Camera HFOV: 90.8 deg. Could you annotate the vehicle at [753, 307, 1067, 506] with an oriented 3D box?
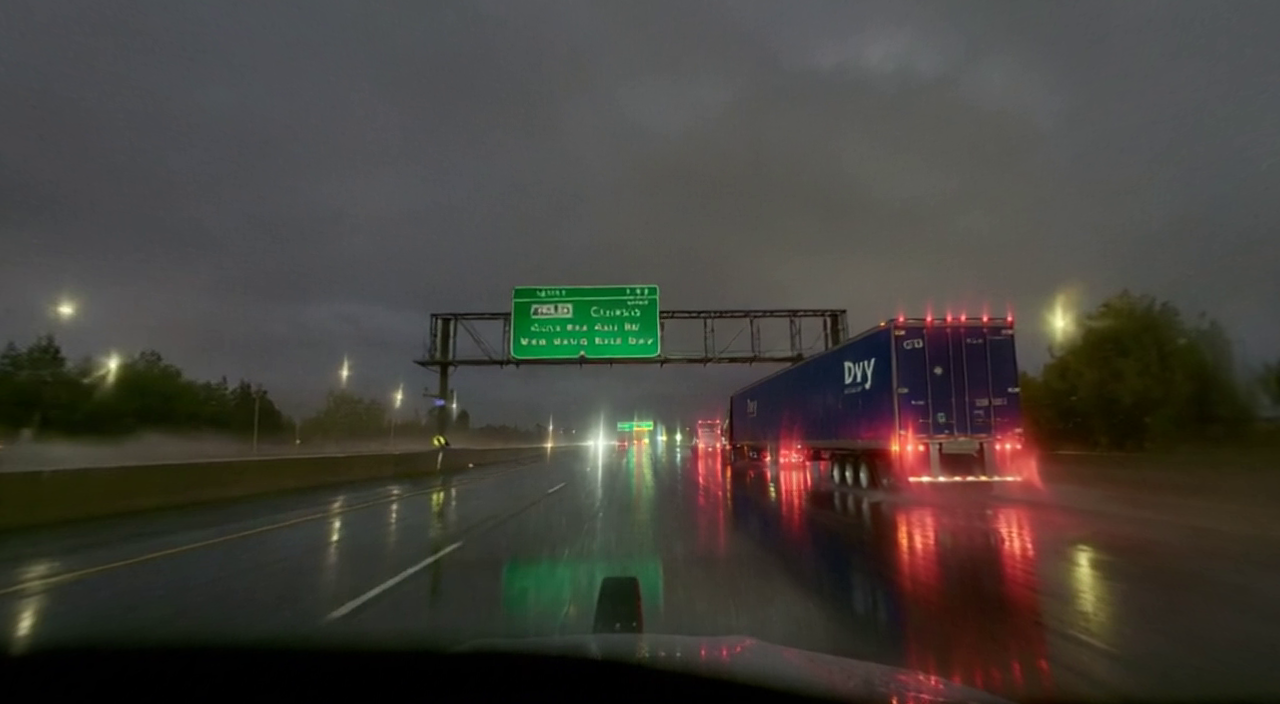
[{"bbox_3d":[6.756,2.207,20.613,2.962,3.947,16.241,0,-8,-1],"label":"vehicle"}]
